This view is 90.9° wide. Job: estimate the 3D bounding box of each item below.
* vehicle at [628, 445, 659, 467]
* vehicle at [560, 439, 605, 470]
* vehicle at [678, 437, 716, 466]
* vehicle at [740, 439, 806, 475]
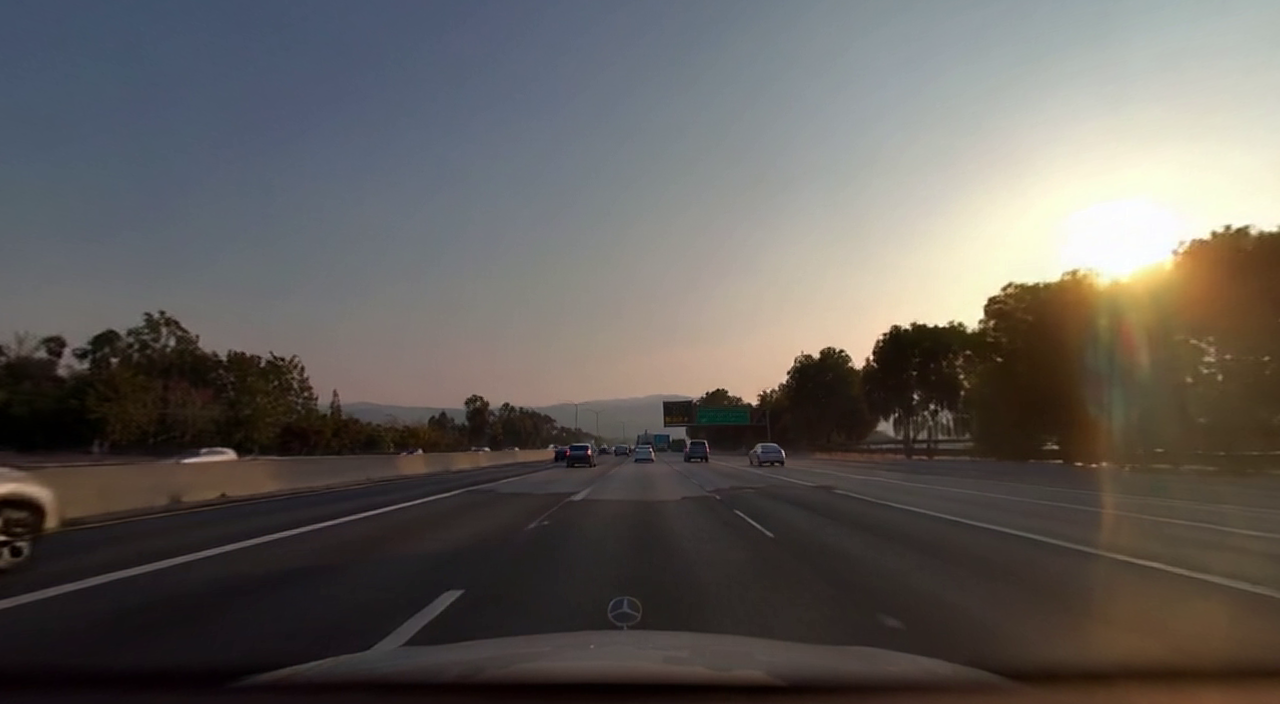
[{"bbox_3d":[0.297,7.379,44.838,2.050,1.452,3.917,-1,-8,2],"label":"vehicle"},{"bbox_3d":[-3.412,6.186,38.377,2.118,1.750,4.875,0,-8,1],"label":"vehicle"},{"bbox_3d":[4.103,7.293,46.328,2.348,1.991,5.460,0,-8,0],"label":"vehicle"},{"bbox_3d":[6.669,5.298,32.120,2.196,1.659,4.451,0,-8,-2],"label":"vehicle"}]
